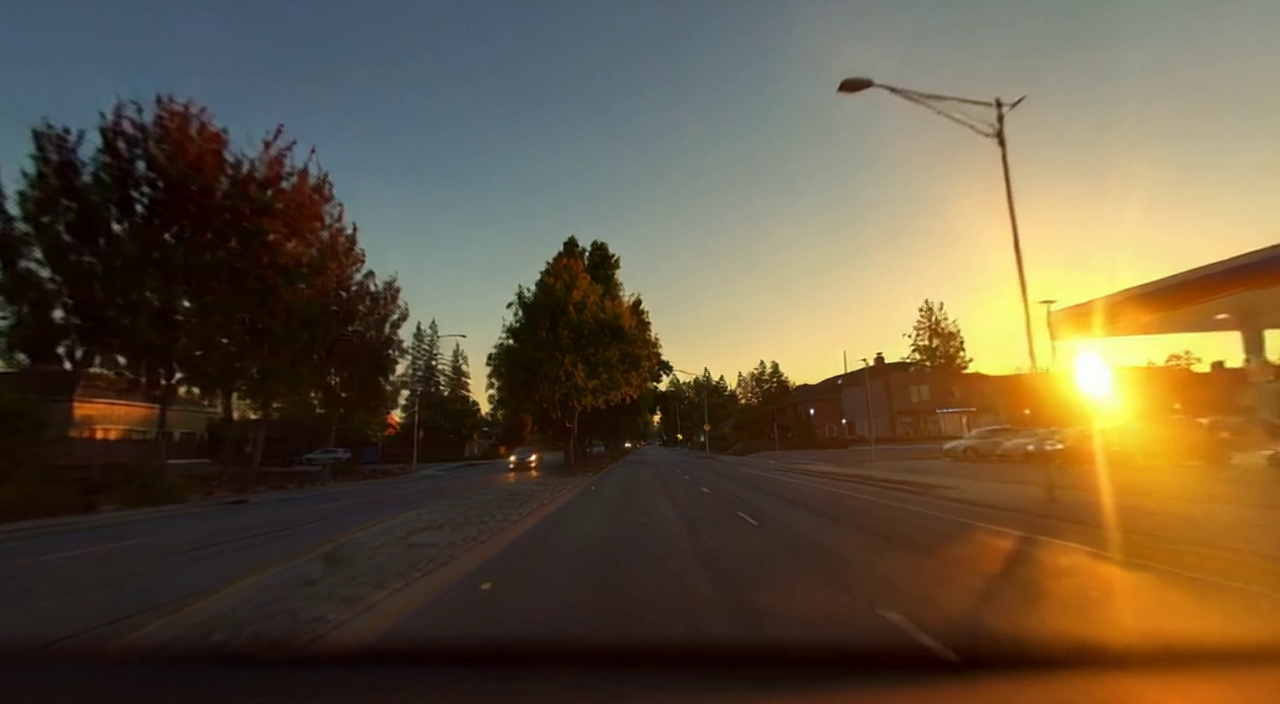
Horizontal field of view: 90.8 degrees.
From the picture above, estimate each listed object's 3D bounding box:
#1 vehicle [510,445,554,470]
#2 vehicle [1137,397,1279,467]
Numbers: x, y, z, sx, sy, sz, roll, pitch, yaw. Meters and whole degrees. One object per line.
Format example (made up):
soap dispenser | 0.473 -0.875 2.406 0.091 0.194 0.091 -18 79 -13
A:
vehicle | -7.108 6.967 41.964 2.079 1.489 4.515 0 -8 1
vehicle | 16.620 2.163 17.087 4.594 1.751 2.071 0 -8 -2
